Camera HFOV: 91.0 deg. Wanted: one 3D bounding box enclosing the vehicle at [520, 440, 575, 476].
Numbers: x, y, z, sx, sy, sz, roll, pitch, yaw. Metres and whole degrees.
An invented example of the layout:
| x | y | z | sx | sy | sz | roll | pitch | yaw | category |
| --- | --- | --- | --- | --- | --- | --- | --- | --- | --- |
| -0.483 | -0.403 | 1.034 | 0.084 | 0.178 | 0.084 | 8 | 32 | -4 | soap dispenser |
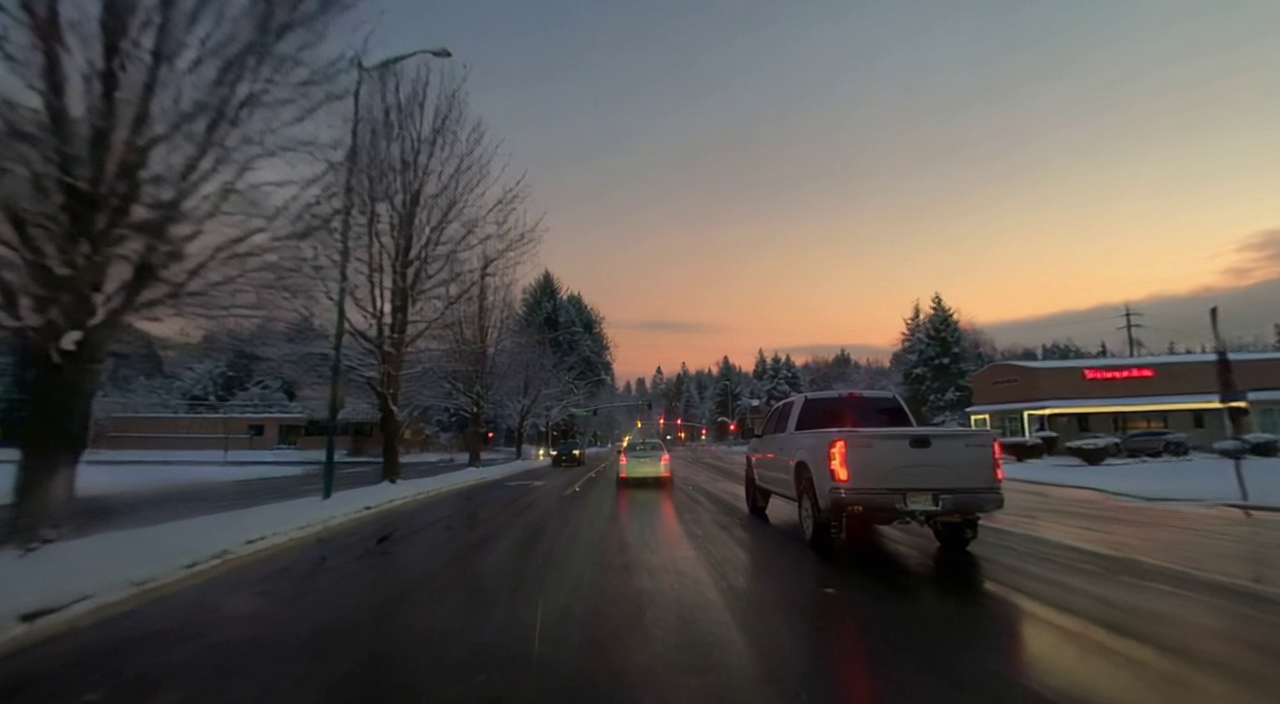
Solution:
| x | y | z | sx | sy | sz | roll | pitch | yaw | category |
| --- | --- | --- | --- | --- | --- | --- | --- | --- | --- |
| -4.104 | 4.755 | 28.503 | 1.960 | 1.475 | 4.161 | 0 | -8 | -1 | vehicle |

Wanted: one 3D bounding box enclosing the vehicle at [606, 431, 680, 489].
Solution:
| x | y | z | sx | sy | sz | roll | pitch | yaw | category |
| --- | --- | --- | --- | --- | --- | --- | --- | --- | --- |
| 0.031 | 3.450 | 20.429 | 2.145 | 1.650 | 4.021 | 0 | -8 | -2 | vehicle |

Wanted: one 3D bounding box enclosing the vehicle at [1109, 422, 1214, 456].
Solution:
| x | y | z | sx | sy | sz | roll | pitch | yaw | category |
| --- | --- | --- | --- | --- | --- | --- | --- | --- | --- |
| 28.778 | 4.844 | 34.851 | 3.992 | 1.669 | 1.803 | -3 | -9 | 3 | vehicle |

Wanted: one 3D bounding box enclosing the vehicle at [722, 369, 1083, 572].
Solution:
| x | y | z | sx | sy | sz | roll | pitch | yaw | category |
| --- | --- | --- | --- | --- | --- | --- | --- | --- | --- |
| 3.134 | 1.665 | 9.641 | 2.731 | 2.101 | 6.047 | 0 | -8 | -2 | vehicle |

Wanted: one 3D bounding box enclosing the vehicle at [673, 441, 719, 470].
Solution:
| x | y | z | sx | sy | sz | roll | pitch | yaw | category |
| --- | --- | --- | --- | --- | --- | --- | --- | --- | --- |
| 2.898 | 5.503 | 33.660 | 1.970 | 1.464 | 4.249 | 0 | -8 | -1 | vehicle |
